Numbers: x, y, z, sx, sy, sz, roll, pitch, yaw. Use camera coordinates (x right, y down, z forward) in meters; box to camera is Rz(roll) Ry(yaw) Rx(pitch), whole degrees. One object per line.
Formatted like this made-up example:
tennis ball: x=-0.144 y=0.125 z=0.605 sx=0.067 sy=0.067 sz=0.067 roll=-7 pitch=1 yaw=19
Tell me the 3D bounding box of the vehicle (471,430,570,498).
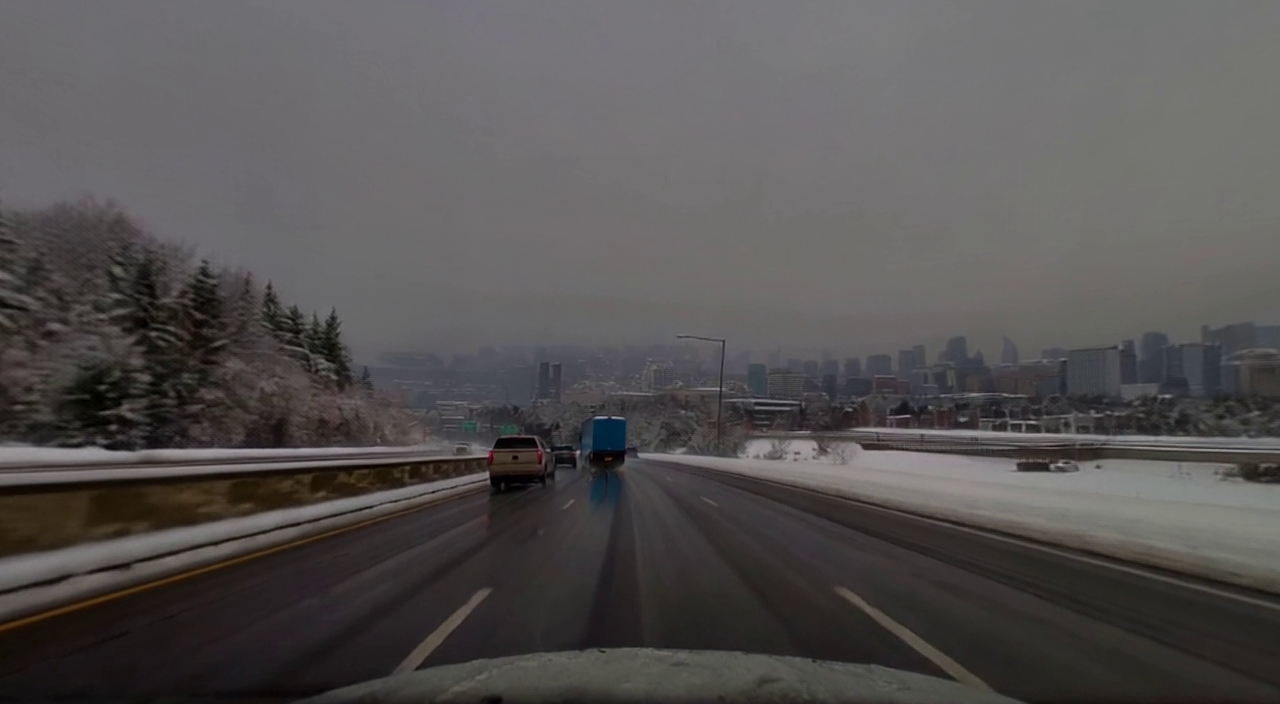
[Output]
vehicle: x=-3.305 y=3.218 z=18.421 sx=2.041 sy=1.734 sz=4.391 roll=0 pitch=-9 yaw=0
